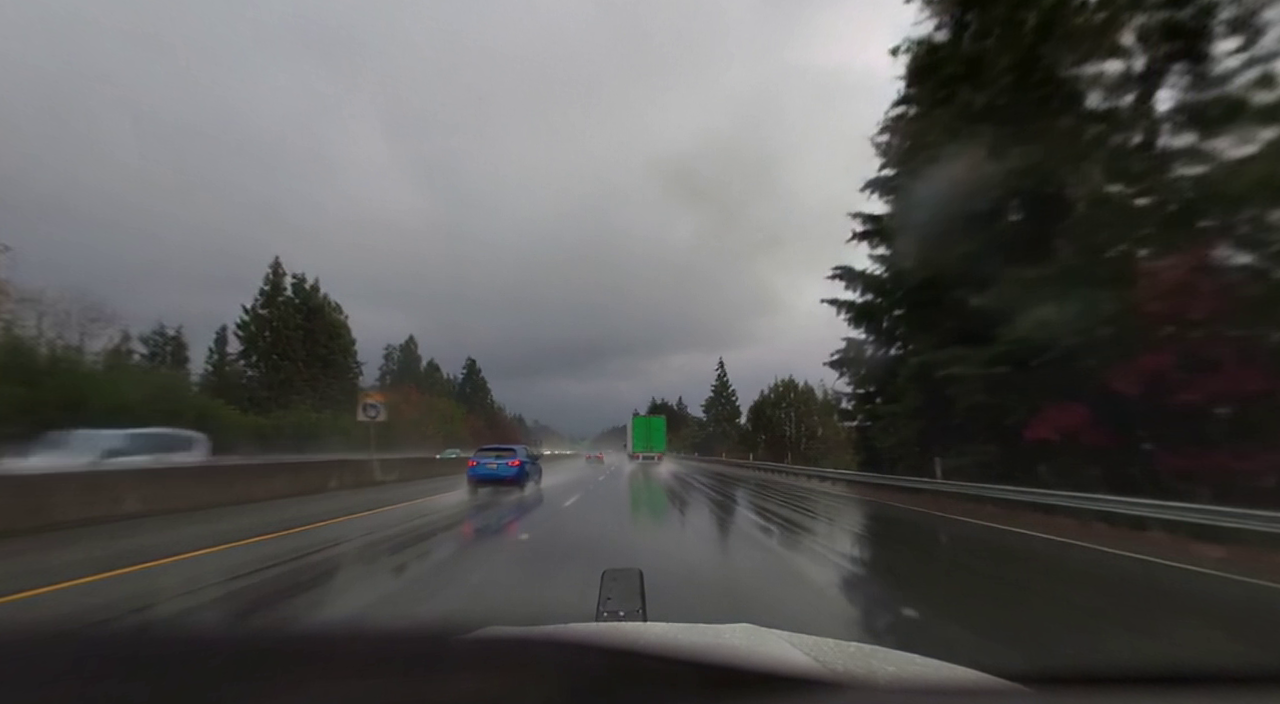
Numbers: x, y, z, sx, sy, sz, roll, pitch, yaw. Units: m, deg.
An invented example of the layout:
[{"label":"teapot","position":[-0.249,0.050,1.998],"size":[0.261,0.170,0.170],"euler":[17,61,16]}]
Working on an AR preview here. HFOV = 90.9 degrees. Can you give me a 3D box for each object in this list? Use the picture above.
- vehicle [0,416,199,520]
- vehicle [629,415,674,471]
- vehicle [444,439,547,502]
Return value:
[{"label":"vehicle","position":[-12.645,2.486,13.891],"size":[2.094,1.864,5.154],"euler":[0,-9,0]},{"label":"vehicle","position":[0.712,6.606,45.427],"size":[2.893,3.628,9.081],"euler":[0,-9,0]},{"label":"vehicle","position":[-4.030,3.372,18.287],"size":[1.977,1.602,3.944],"euler":[0,-9,1]}]
